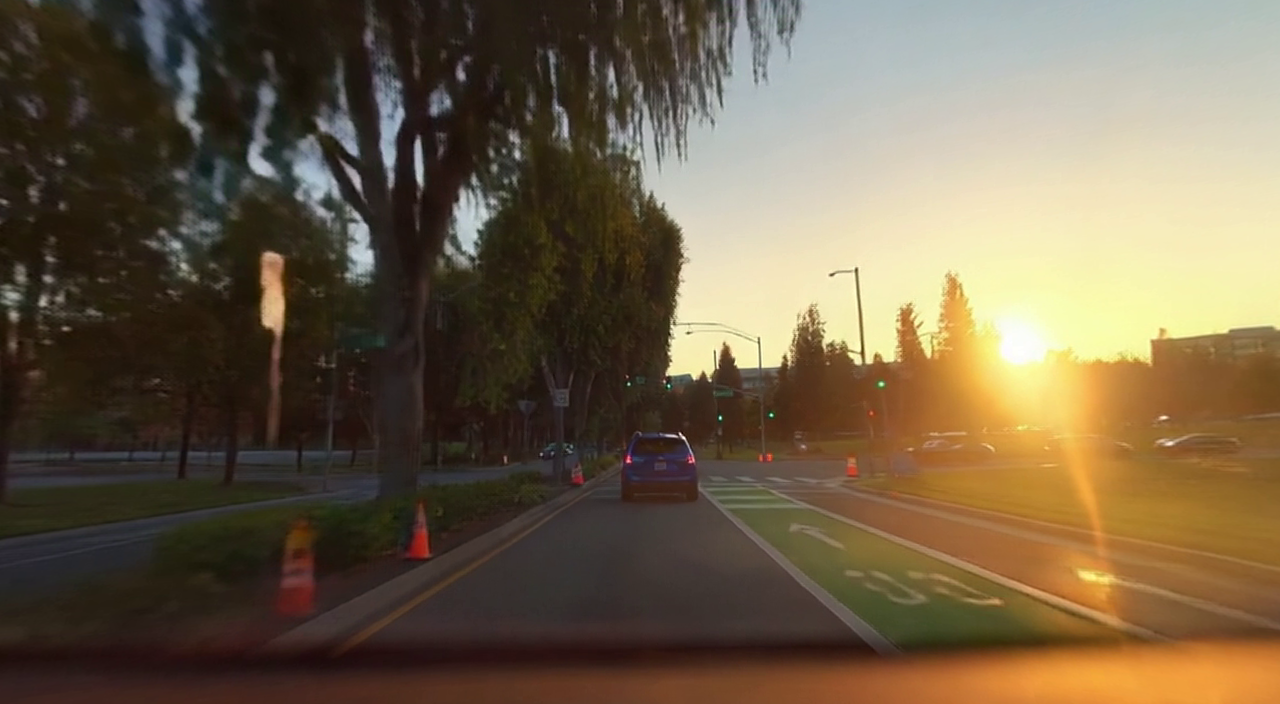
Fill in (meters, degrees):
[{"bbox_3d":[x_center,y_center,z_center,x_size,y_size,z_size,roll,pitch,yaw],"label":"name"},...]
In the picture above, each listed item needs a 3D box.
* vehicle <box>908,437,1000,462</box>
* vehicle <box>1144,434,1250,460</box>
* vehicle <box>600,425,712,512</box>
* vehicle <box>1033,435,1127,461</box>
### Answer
[{"bbox_3d":[18.879,5.896,38.143,4.492,1.422,1.961,0,-9,-1],"label":"vehicle"},{"bbox_3d":[33.492,5.733,38.051,4.483,1.481,2.082,0,-9,-3],"label":"vehicle"},{"bbox_3d":[0.344,2.800,15.670,2.339,1.790,4.629,0,-9,0],"label":"vehicle"},{"bbox_3d":[26.693,5.834,38.385,4.343,1.518,1.845,0,-9,-3],"label":"vehicle"}]
